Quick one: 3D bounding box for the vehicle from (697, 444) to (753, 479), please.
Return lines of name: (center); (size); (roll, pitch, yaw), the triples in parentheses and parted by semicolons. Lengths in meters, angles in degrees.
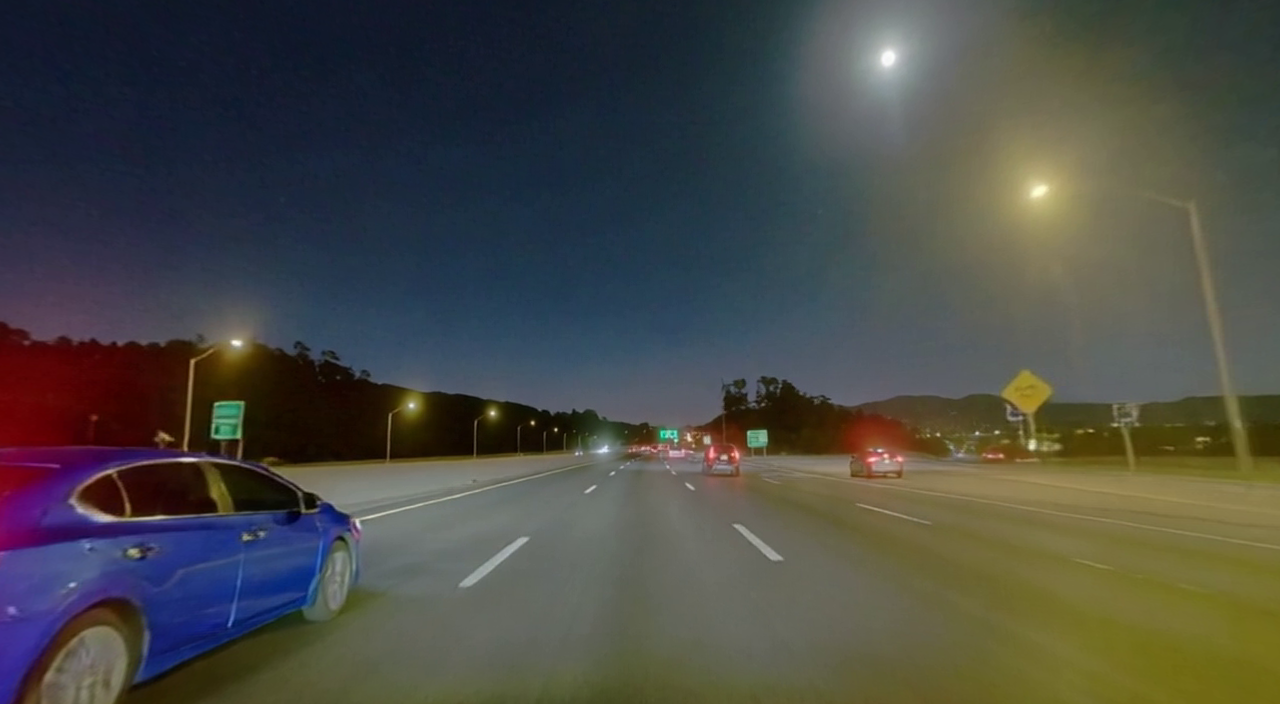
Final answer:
vehicle: (3.869, 5.067, 29.414); (1.916, 1.469, 4.481); (0, -8, 0)
